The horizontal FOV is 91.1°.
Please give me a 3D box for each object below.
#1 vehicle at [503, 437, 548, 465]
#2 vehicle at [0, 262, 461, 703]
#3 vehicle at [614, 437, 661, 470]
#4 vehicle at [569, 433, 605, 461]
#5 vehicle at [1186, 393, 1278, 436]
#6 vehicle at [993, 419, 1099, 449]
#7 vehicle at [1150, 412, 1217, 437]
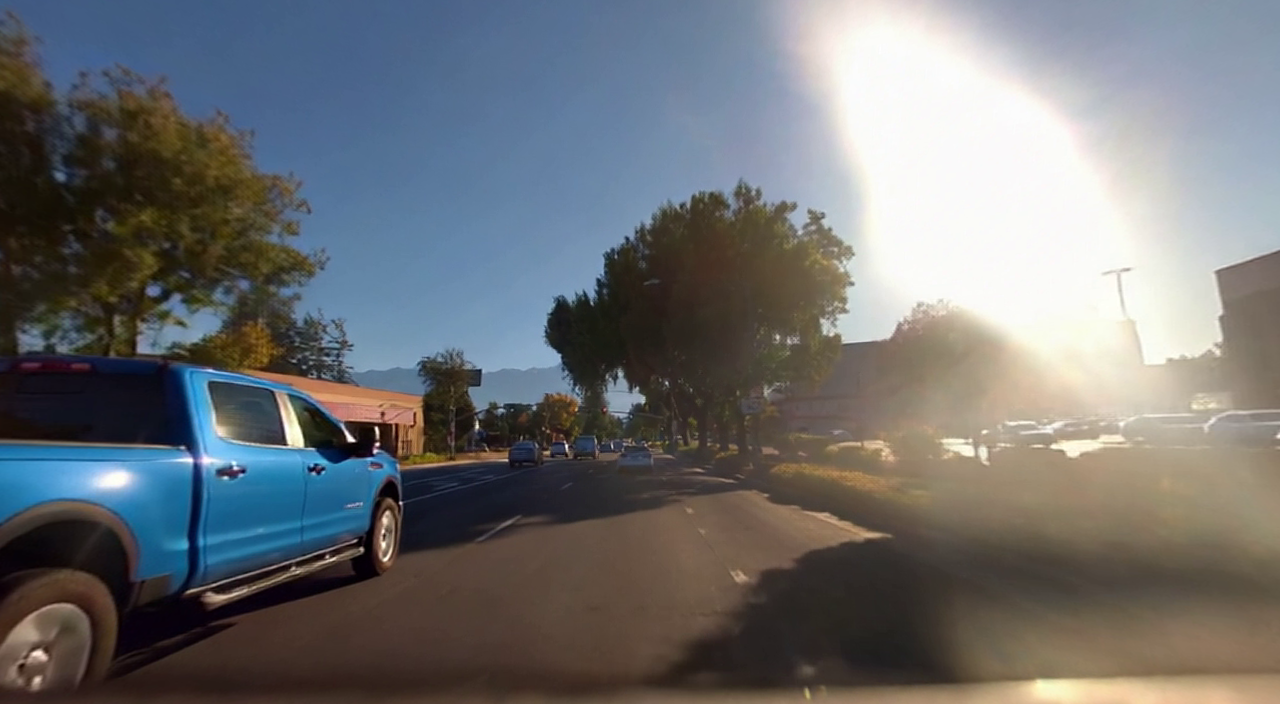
[{"bbox_3d":[-8.043,7.015,44.619,2.146,1.788,5.153,0,-8,1],"label":"vehicle"},{"bbox_3d":[-3.621,0.981,4.233,2.552,2.079,6.810,0,-8,2],"label":"vehicle"},{"bbox_3d":[-0.122,5.036,31.344,2.191,1.530,4.470,0,-8,0],"label":"vehicle"},{"bbox_3d":[-3.923,7.207,47.497,2.243,1.976,4.514,0,-8,1],"label":"vehicle"},{"bbox_3d":[34.785,3.702,36.854,5.297,2.323,2.378,3,-9,-31],"label":"vehicle"},{"bbox_3d":[22.751,4.666,35.426,4.767,1.443,1.978,-7,-11,28],"label":"vehicle"},{"bbox_3d":[39.676,5.341,45.813,4.665,1.645,2.163,5,-10,-30],"label":"vehicle"}]
